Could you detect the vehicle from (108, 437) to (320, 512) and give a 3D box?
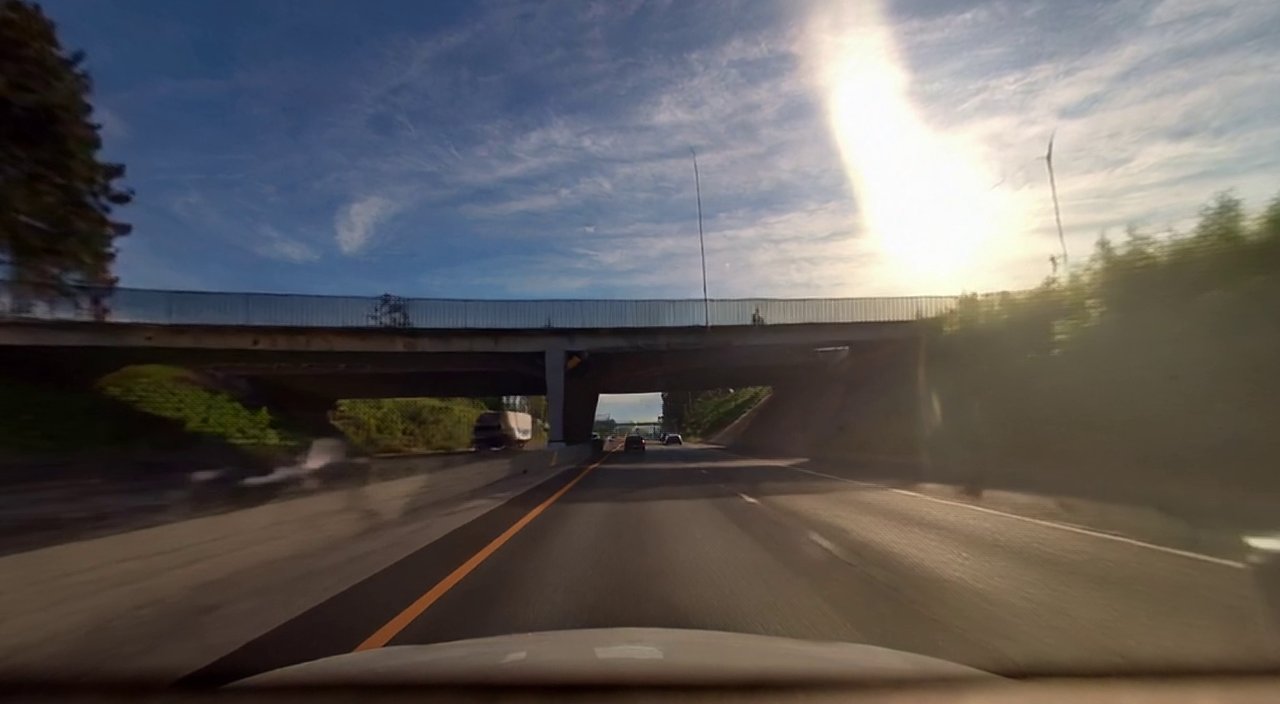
[{"bbox_3d":[-8.669,2.476,13.291,1.936,1.322,3.678,0,-7,-1],"label":"vehicle"}]

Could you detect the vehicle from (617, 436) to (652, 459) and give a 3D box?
[{"bbox_3d":[-0.368,5.728,38.130,1.996,1.325,4.029,0,-7,-1],"label":"vehicle"}]

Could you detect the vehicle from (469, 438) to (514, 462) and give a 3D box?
[{"bbox_3d":[-8.882,5.871,38.006,1.776,1.345,3.932,0,-7,0],"label":"vehicle"}]
